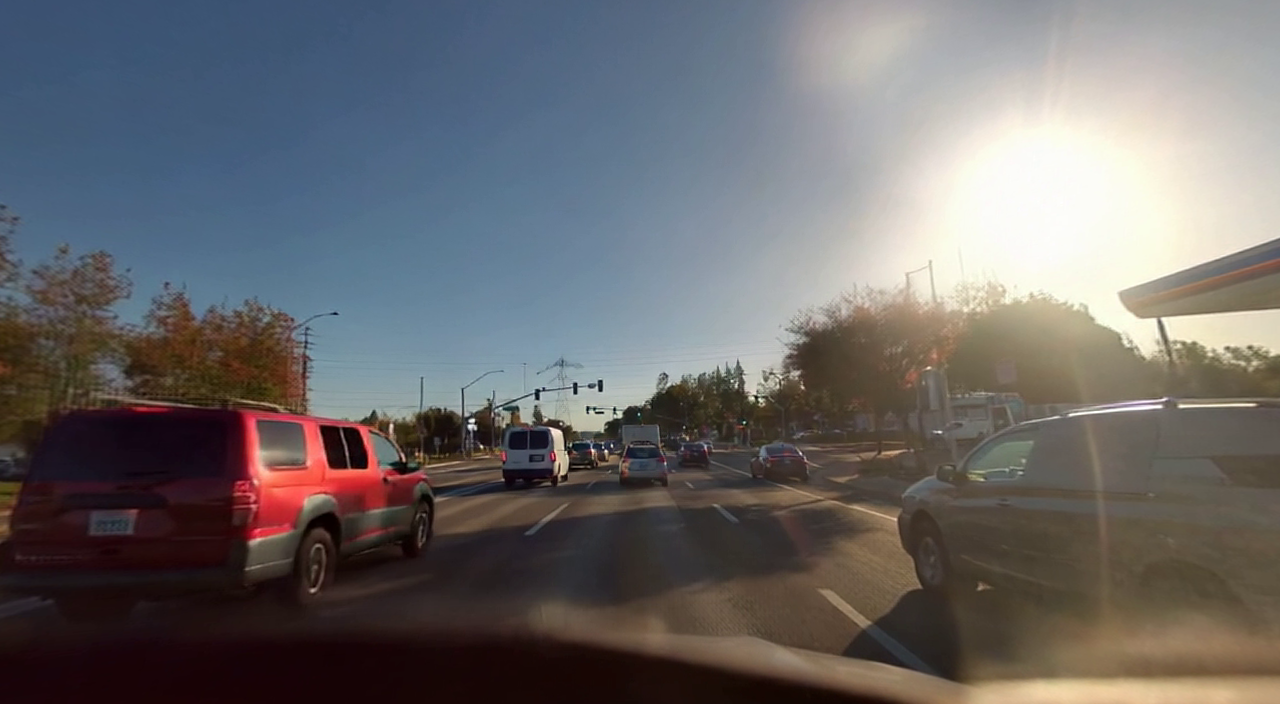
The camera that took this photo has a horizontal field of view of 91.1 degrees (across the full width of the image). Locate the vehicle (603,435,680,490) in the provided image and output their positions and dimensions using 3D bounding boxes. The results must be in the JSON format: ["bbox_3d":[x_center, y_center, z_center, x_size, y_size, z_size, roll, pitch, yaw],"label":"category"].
[{"bbox_3d":[0.078,3.892,22.644,2.426,1.703,5.602,0,-8,1],"label":"vehicle"}]

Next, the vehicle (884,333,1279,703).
[{"bbox_3d":[3.585,1.063,4.084,2.055,1.786,4.817,0,-8,0],"label":"vehicle"}]

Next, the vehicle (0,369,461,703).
[{"bbox_3d":[-3.477,1.336,5.860,2.002,1.747,5.173,0,-8,1],"label":"vehicle"}]

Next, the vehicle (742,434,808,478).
[{"bbox_3d":[5.681,4.417,27.001,2.119,1.696,4.623,-1,-8,4],"label":"vehicle"}]

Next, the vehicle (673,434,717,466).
[{"bbox_3d":[3.335,6.069,39.019,2.193,1.795,5.130,0,-8,0],"label":"vehicle"}]

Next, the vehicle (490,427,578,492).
[{"bbox_3d":[-3.456,3.630,21.541,2.025,1.936,4.995,0,-8,1],"label":"vehicle"}]
